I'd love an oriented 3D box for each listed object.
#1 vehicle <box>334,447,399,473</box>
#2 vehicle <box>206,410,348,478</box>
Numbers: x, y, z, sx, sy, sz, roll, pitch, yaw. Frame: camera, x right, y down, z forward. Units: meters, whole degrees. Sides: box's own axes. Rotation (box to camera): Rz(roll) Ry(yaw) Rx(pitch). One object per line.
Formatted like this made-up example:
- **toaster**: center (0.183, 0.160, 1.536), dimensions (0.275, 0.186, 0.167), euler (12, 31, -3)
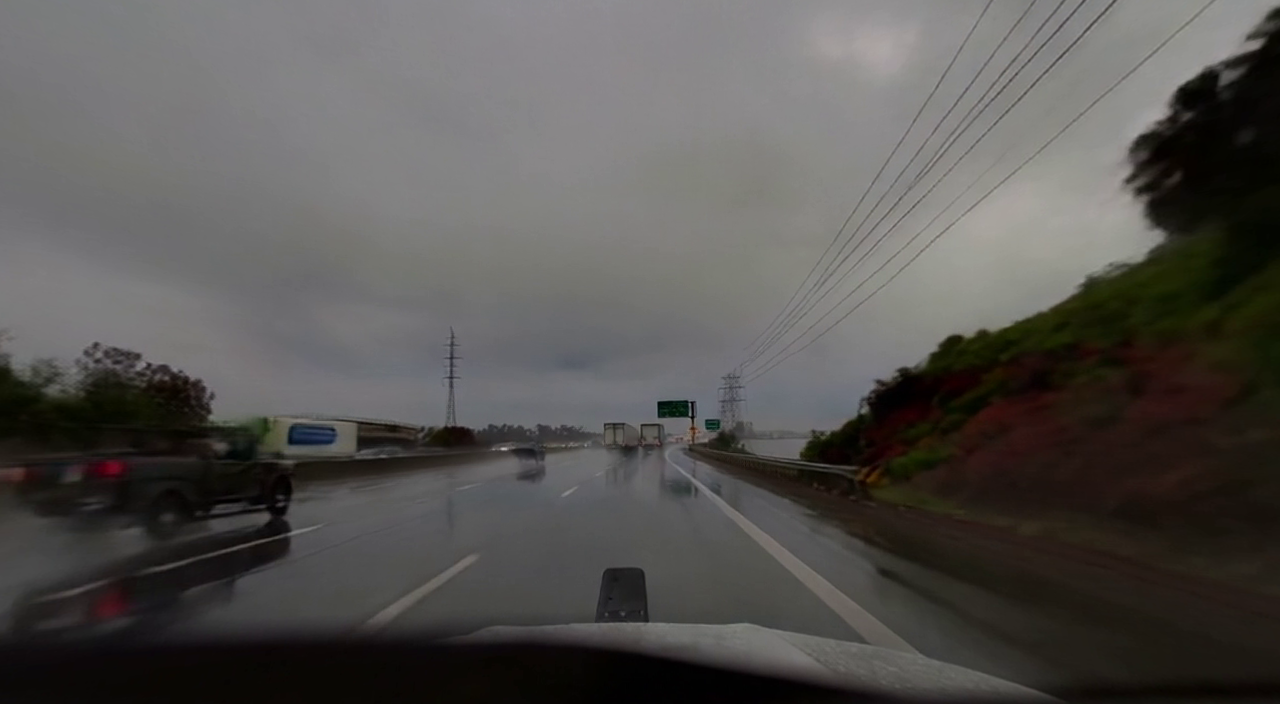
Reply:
- **vehicle**: center (-16.705, 6.620, 38.754), dimensions (1.897, 1.459, 4.402), euler (0, -8, 1)
- **vehicle**: center (-24.356, 6.325, 43.460), dimensions (2.961, 4.007, 11.214), euler (0, -8, 1)
